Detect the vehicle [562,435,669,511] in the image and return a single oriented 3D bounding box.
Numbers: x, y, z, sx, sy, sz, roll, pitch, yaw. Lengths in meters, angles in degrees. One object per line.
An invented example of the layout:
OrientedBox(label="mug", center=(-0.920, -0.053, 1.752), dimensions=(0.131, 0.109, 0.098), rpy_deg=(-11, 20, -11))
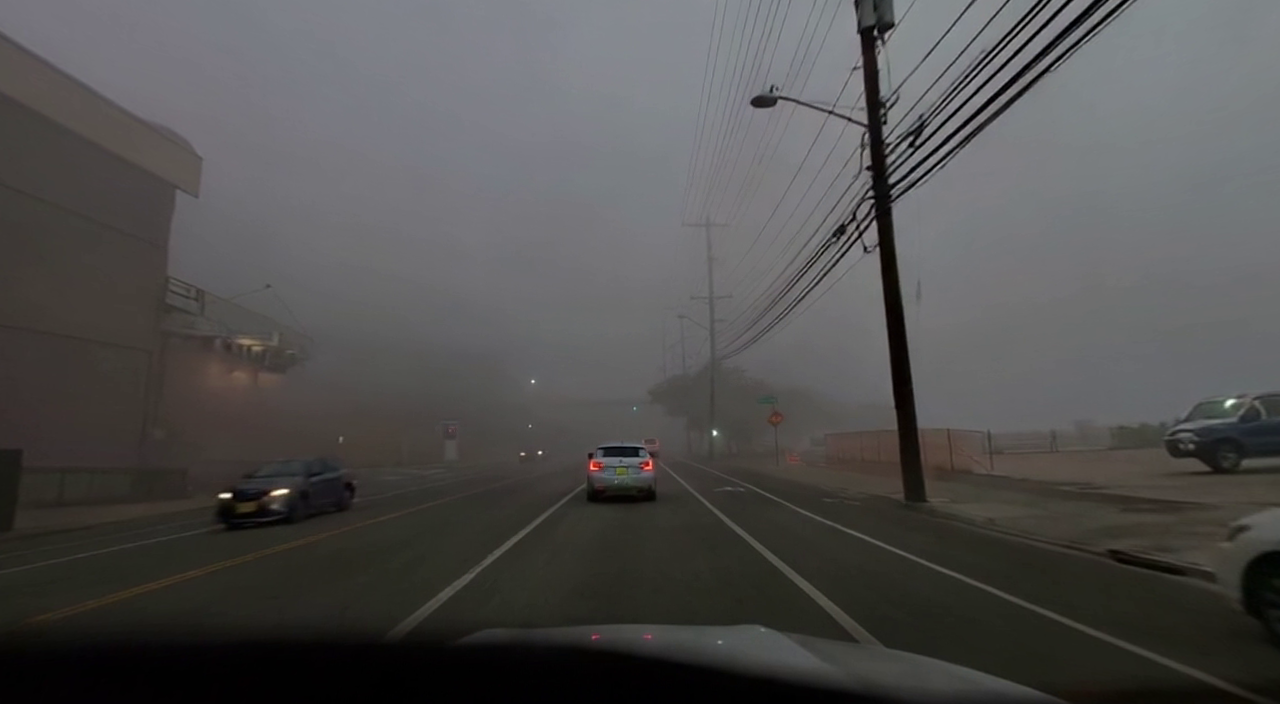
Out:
OrientedBox(label="vehicle", center=(-0.507, 2.708, 14.607), dimensions=(2.116, 1.479, 3.980), rpy_deg=(0, -8, -1))

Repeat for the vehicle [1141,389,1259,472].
OrientedBox(label="vehicle", center=(16.872, 2.450, 19.334), dimensions=(2.183, 2.144, 5.879), rpy_deg=(-7, -11, 38))

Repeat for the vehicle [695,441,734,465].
OrientedBox(label="vehicle", center=(4.798, 6.575, 41.165), dimensions=(1.908, 1.470, 3.935), rpy_deg=(0, -8, -2))
